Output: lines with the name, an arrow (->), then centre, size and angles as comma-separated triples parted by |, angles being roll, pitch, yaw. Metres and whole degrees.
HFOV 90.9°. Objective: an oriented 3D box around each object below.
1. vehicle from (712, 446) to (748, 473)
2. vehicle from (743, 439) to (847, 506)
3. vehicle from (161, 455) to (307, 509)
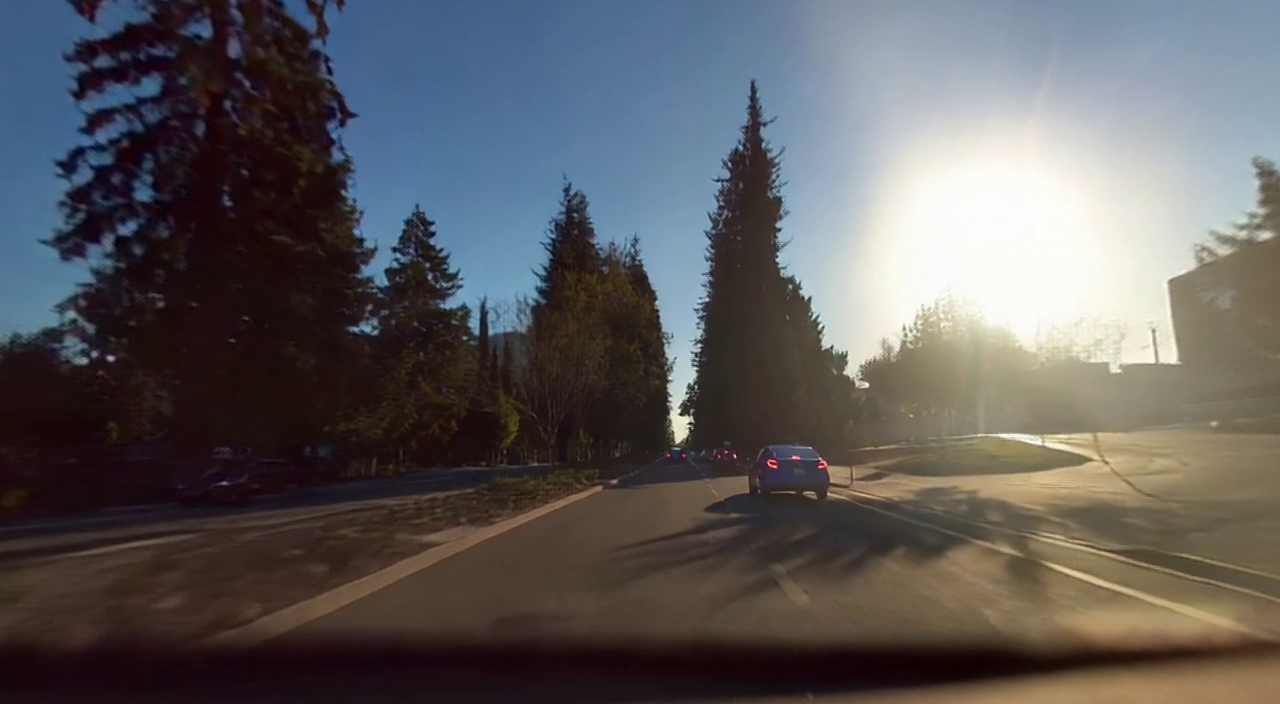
vehicle -> 6.047, 7.261, 42.789 | 2.110, 1.666, 3.912 | -1, -8, 4
vehicle -> 4.190, 3.293, 17.776 | 2.052, 1.639, 4.123 | -1, -8, 3
vehicle -> -13.437, 4.291, 21.227 | 1.874, 1.521, 4.244 | -1, -8, 4
